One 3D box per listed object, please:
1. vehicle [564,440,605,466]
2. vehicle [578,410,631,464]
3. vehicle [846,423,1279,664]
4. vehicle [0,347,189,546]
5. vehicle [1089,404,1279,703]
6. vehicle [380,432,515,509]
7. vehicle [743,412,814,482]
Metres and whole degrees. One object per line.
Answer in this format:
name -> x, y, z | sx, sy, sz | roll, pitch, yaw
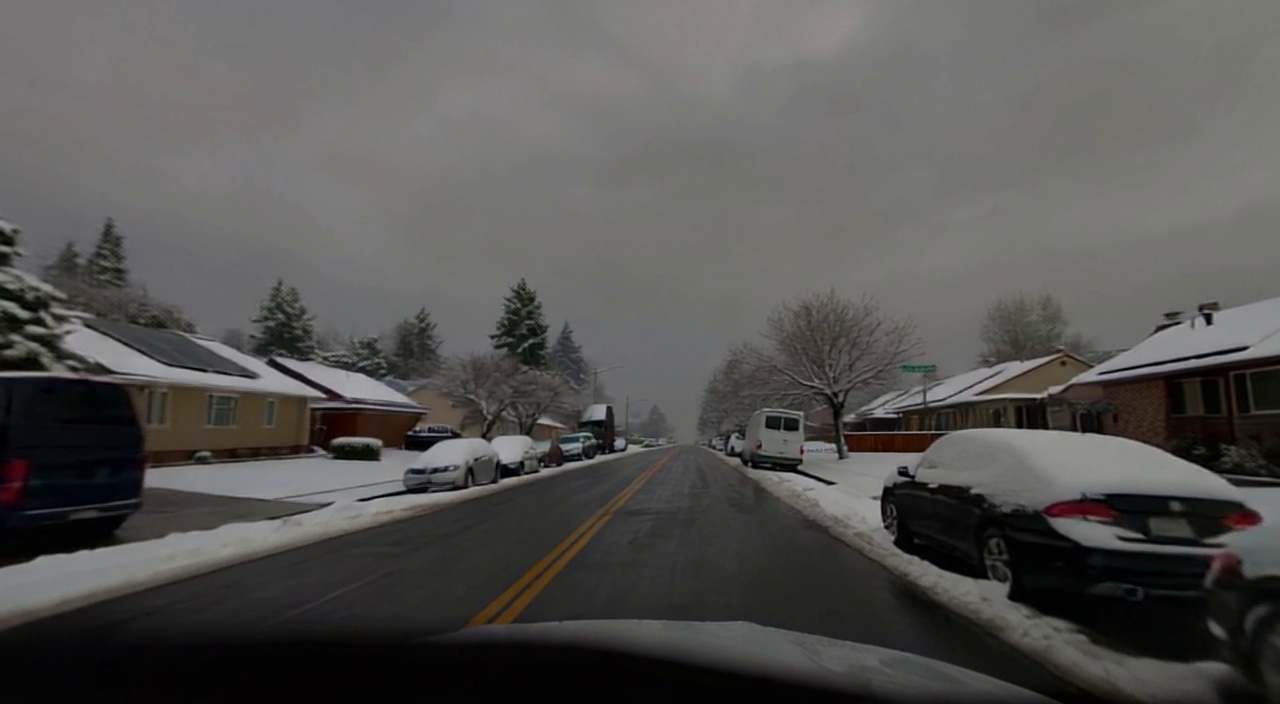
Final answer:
vehicle -> -3.304, 6.098, 38.233 | 1.921, 1.470, 4.068 | -1, -8, 3
vehicle -> -2.468, 6.318, 47.006 | 2.896, 3.648, 8.004 | -1, -8, 5
vehicle -> 3.611, 1.509, 6.337 | 1.916, 1.484, 4.638 | -1, -8, 6
vehicle -> -9.851, 1.290, 8.846 | 5.210, 2.370, 2.336 | 0, -8, 2
vehicle -> 3.358, 0.768, 1.112 | 1.969, 1.478, 4.632 | -1, -8, 4
vehicle -> -4.915, 3.033, 16.836 | 1.901, 1.472, 4.676 | -4, -5, 3
vehicle -> 5.473, 3.813, 25.558 | 2.215, 2.542, 4.550 | -1, -8, 6
